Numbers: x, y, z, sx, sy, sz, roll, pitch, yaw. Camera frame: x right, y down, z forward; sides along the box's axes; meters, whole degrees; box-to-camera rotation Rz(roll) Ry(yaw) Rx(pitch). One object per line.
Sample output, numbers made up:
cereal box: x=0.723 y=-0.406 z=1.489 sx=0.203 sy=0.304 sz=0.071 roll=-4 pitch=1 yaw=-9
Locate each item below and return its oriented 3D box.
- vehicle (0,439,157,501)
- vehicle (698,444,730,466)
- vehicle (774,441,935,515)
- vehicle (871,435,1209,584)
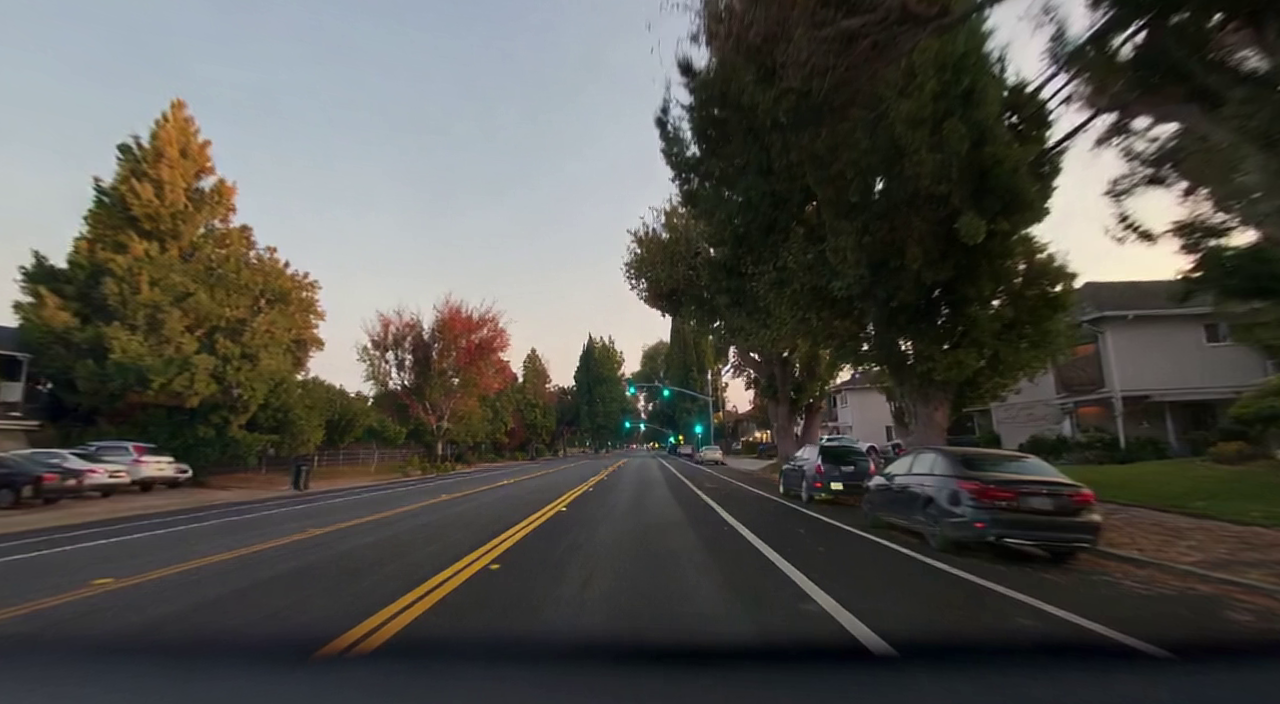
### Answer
vehicle: x=-19.925 y=4.004 z=21.717 sx=4.735 sy=1.979 sz=2.199 roll=0 pitch=-8 yaw=4
vehicle: x=5.487 y=7.701 z=47.235 sx=1.955 sy=1.549 sz=4.129 roll=0 pitch=-8 yaw=0
vehicle: x=4.907 y=2.939 z=15.333 sx=2.021 sy=1.491 sz=4.906 roll=1 pitch=-8 yaw=-3
vehicle: x=4.818 y=1.902 z=8.502 sx=1.887 sy=1.484 sz=4.113 roll=0 pitch=-8 yaw=1
